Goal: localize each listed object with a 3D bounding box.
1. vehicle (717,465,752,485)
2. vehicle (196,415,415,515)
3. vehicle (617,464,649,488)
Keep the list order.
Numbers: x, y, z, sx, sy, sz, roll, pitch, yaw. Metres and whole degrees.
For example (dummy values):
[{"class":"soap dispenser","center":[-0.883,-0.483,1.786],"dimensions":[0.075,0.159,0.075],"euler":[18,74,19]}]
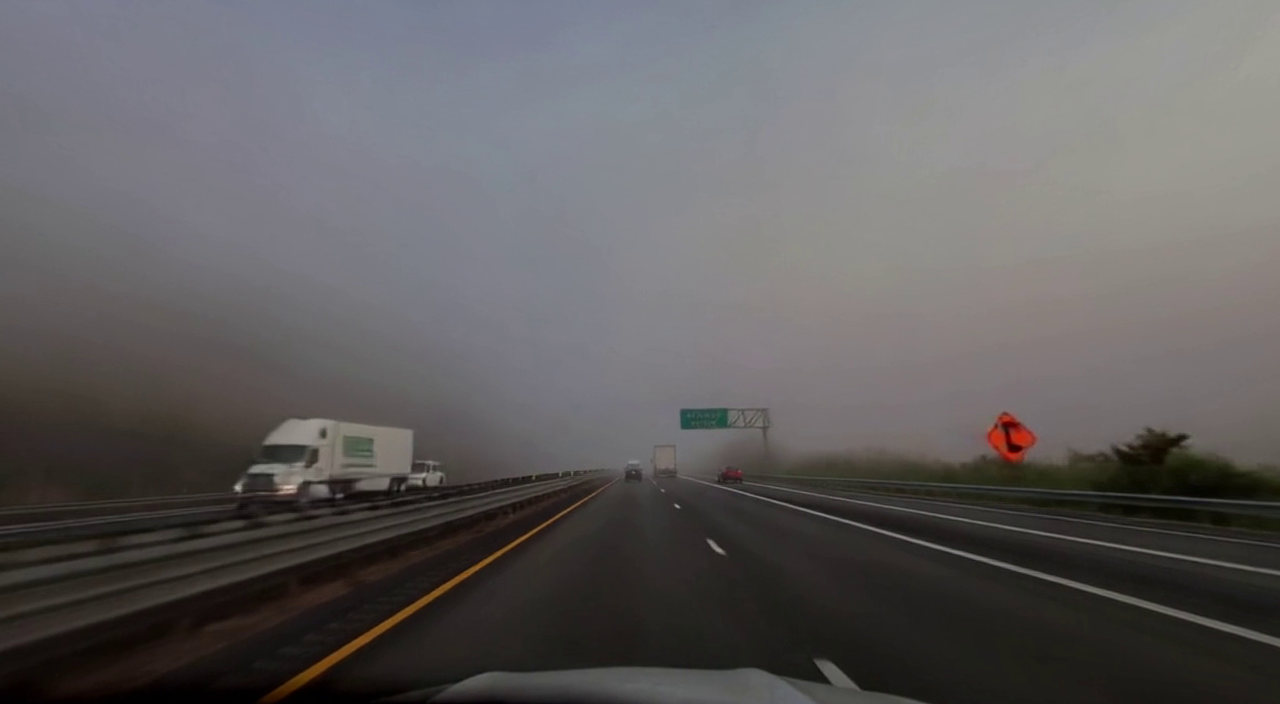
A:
[{"class":"vehicle","center":[7.435,9.739,49.960],"dimensions":[1.977,1.494,4.311],"euler":[1,-10,-2]},{"class":"vehicle","center":[-13.875,5.057,28.187],"dimensions":[3.035,3.442,12.288],"euler":[1,-10,0]},{"class":"vehicle","center":[-0.474,8.253,42.083],"dimensions":[2.025,1.452,3.927],"euler":[1,-10,-1]}]
